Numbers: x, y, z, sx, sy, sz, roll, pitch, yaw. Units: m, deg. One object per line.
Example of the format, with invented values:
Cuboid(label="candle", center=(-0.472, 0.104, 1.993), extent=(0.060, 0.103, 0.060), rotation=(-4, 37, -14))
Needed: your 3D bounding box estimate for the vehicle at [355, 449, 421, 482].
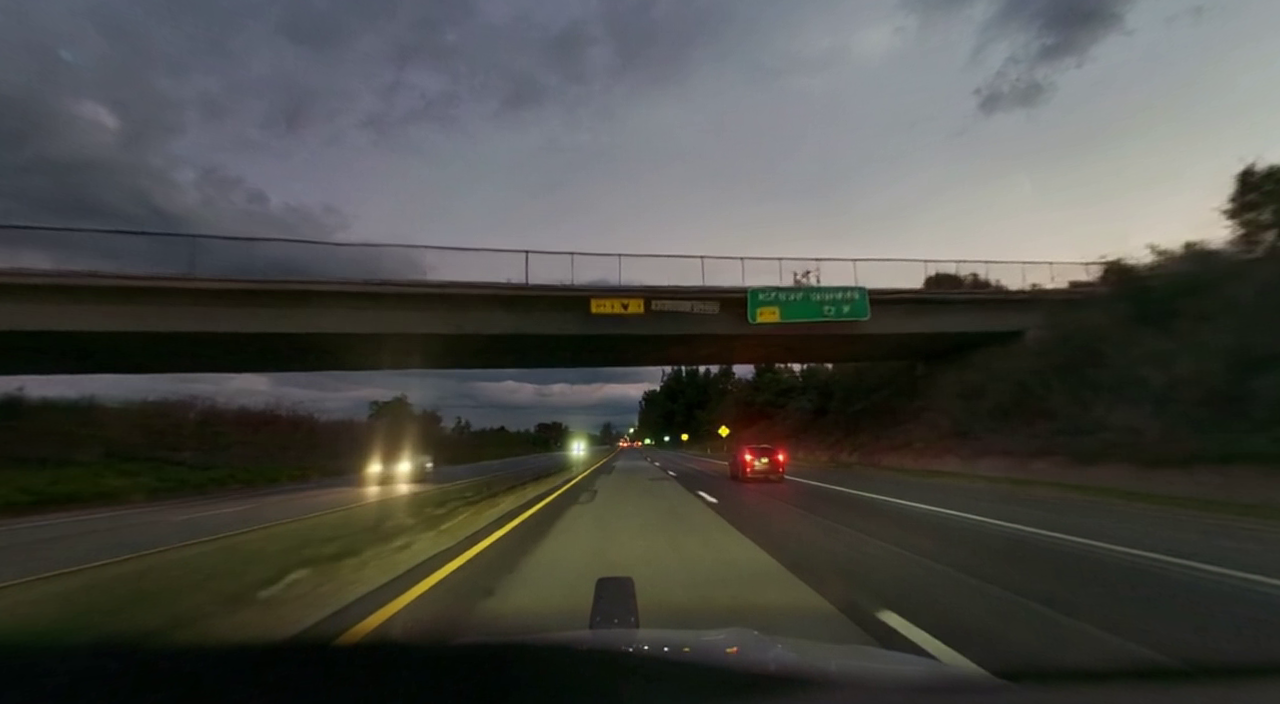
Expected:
Cuboid(label="vehicle", center=(-12.637, 5.684, 31.763), extent=(1.780, 1.527, 3.827), rotation=(0, -8, -1))

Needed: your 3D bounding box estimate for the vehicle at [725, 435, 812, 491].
Cuboid(label="vehicle", center=(3.748, 3.286, 18.963), extent=(1.781, 1.470, 3.540), rotation=(0, -8, -2))
